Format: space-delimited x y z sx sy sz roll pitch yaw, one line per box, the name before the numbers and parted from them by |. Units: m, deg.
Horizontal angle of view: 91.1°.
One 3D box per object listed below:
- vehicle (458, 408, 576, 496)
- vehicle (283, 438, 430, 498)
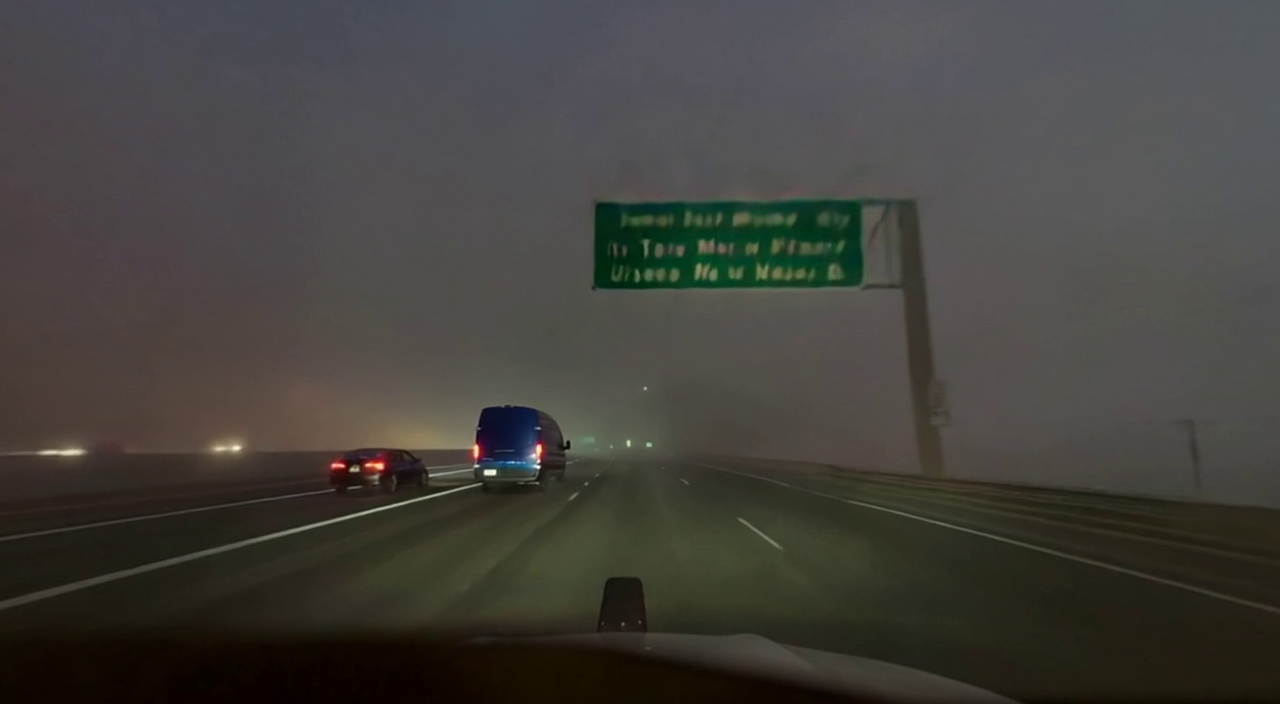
vehicle | -3.451 2.984 18.912 2.372 2.248 5.393 0 -9 1
vehicle | -7.914 3.279 18.162 1.987 1.490 4.781 0 -9 0
